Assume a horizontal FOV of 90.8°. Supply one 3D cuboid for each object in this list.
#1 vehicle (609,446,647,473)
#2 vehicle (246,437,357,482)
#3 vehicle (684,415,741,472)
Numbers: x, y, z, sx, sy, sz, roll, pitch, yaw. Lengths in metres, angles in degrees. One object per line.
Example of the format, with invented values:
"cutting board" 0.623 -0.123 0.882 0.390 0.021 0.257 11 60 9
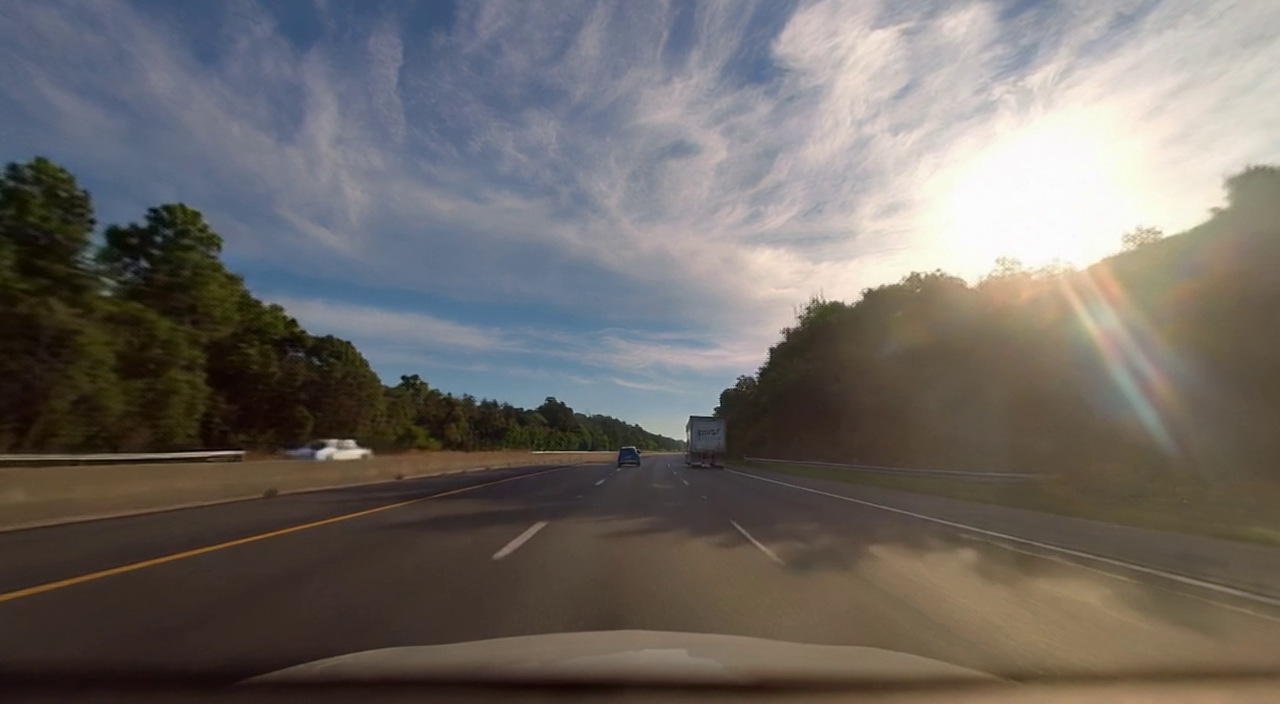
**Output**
"vehicle" -0.748 7.248 42.728 2.297 1.683 4.385 0 -9 2
"vehicle" -13.993 4.486 26.486 1.944 1.670 4.742 0 -9 1
"vehicle" 4.861 6.441 44.020 2.960 3.547 8.560 0 -9 0
